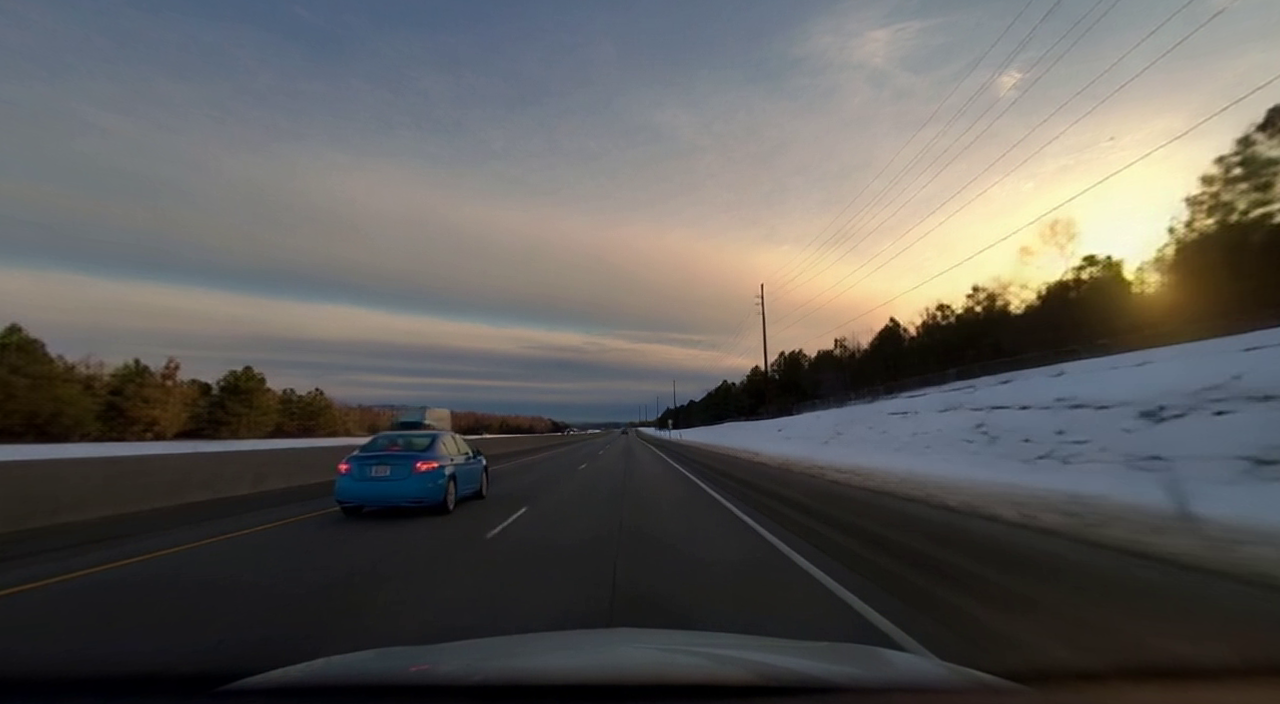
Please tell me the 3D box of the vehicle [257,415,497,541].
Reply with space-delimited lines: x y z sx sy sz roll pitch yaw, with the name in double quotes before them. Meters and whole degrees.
"vehicle" -3.677 1.811 9.740 1.999 1.536 3.969 0 -8 0
